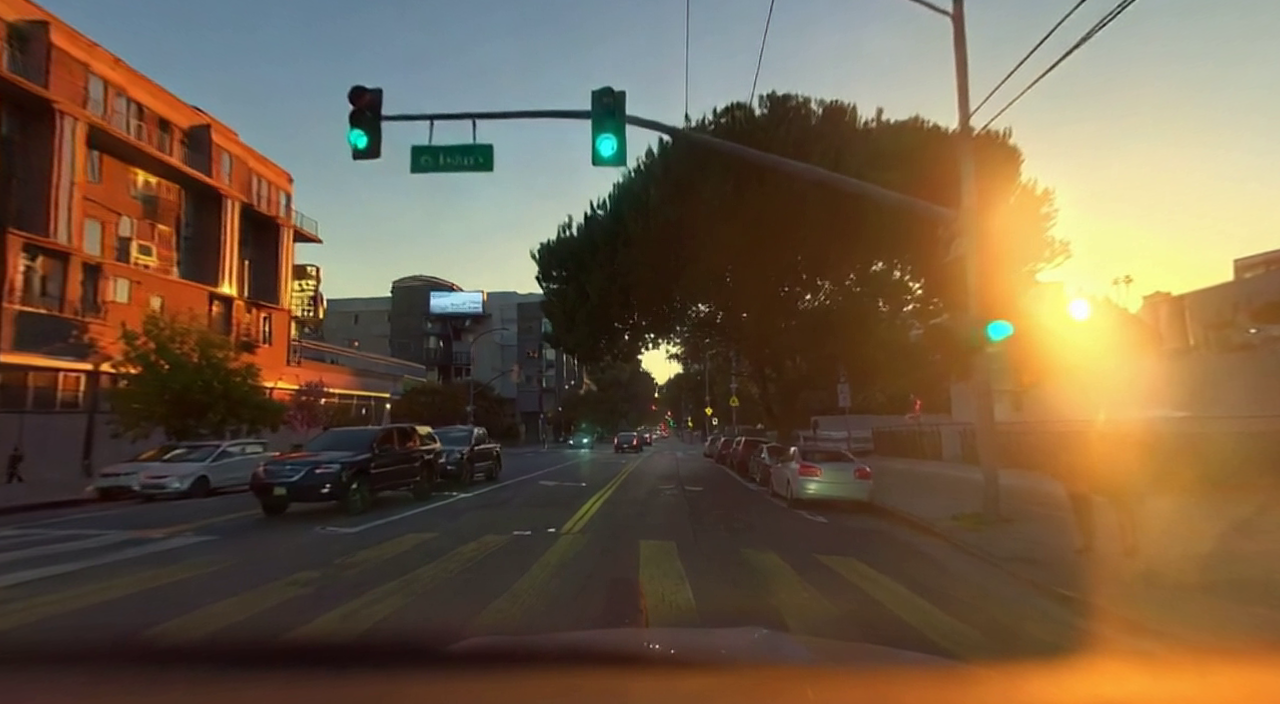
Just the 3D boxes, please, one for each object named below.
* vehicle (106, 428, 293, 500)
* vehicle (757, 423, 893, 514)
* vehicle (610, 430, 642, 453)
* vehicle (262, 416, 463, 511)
[{"bbox_3d":[-11.347,2.868,16.662,1.933,1.628,3.973,0,-8,2],"label":"vehicle"},{"bbox_3d":[4.011,2.568,14.443,1.924,1.765,3.954,0,-8,0],"label":"vehicle"},{"bbox_3d":[-0.916,6.194,43.582,1.973,1.496,3.713,0,-8,2],"label":"vehicle"},{"bbox_3d":[-5.238,2.143,12.703,1.942,1.559,4.298,0,-8,2],"label":"vehicle"}]
